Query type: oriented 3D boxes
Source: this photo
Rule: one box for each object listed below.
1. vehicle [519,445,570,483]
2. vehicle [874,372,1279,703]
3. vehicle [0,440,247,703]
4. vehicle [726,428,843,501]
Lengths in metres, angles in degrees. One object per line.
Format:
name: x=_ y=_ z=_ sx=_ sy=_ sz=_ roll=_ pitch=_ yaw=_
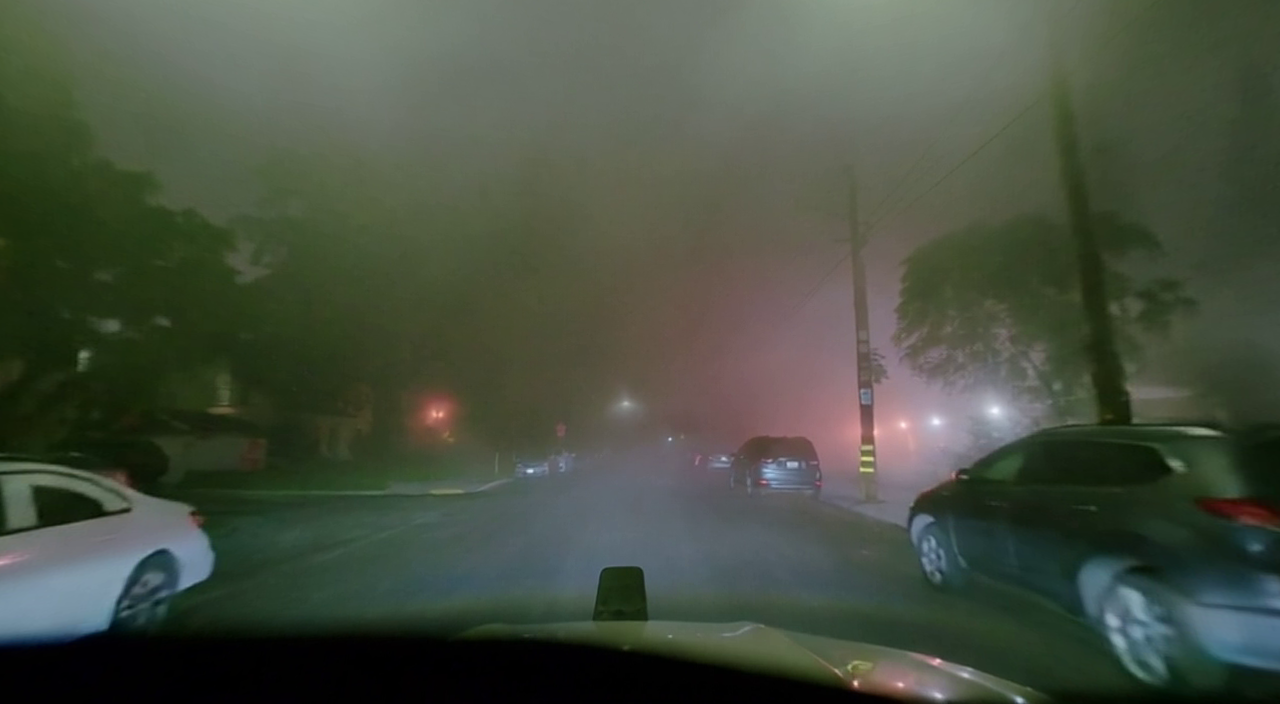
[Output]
vehicle: x=-4.440 y=5.236 z=29.678 sx=1.870 sy=1.562 sz=4.212 roll=-1 pitch=-8 yaw=-2
vehicle: x=3.894 y=1.352 z=5.206 sx=2.077 sy=1.788 sz=4.480 roll=2 pitch=-9 yaw=-2
vehicle: x=-4.505 y=1.314 z=3.390 sx=1.934 sy=1.547 sz=4.400 roll=-1 pitch=-7 yaw=0
vehicle: x=4.128 y=3.340 z=19.053 sx=2.215 sy=1.897 sz=5.131 roll=0 pitch=-9 yaw=-1
